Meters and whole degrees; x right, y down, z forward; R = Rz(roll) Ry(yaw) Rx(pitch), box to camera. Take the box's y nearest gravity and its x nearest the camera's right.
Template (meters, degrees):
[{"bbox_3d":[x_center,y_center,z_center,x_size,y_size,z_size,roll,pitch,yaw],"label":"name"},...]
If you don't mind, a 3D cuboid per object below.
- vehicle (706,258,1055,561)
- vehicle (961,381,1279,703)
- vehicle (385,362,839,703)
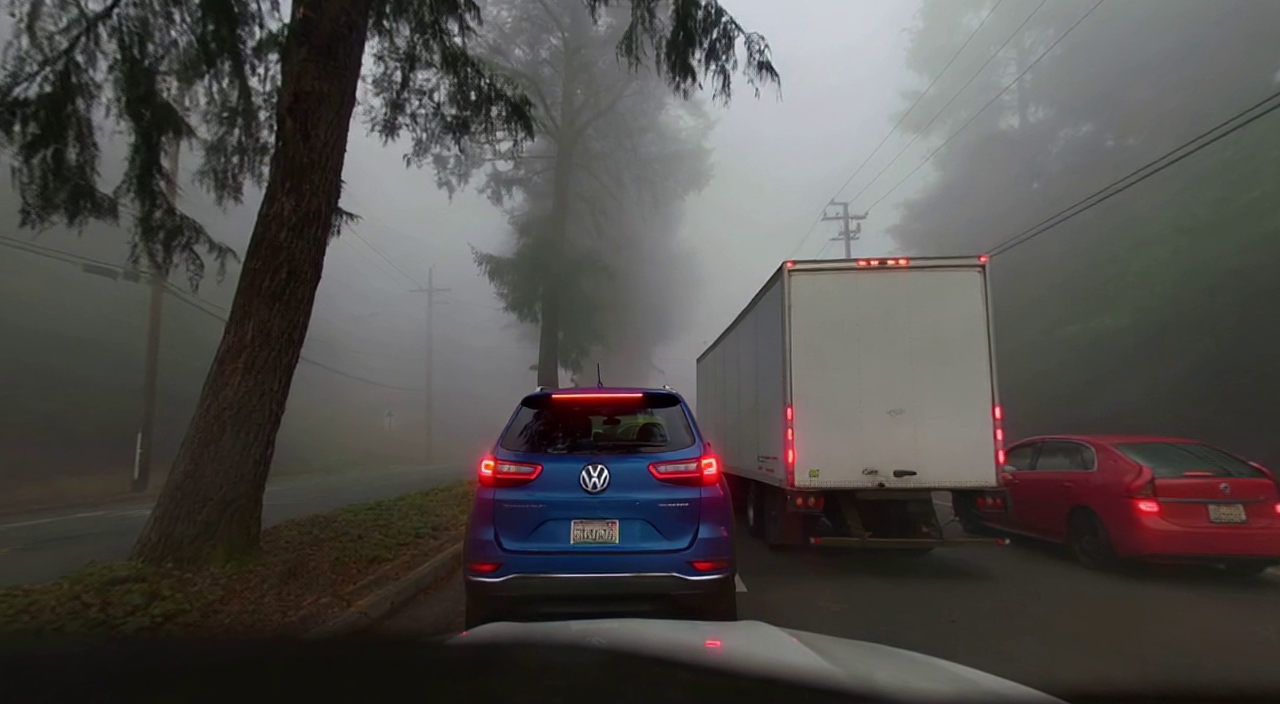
[{"bbox_3d":[3.232,1.256,11.809,2.915,3.559,8.848,0,-8,0],"label":"vehicle"},{"bbox_3d":[2.832,0.736,1.192,1.971,1.484,4.728,0,-8,0],"label":"vehicle"},{"bbox_3d":[-0.127,1.222,5.131,2.114,1.732,4.230,0,-8,0],"label":"vehicle"}]
